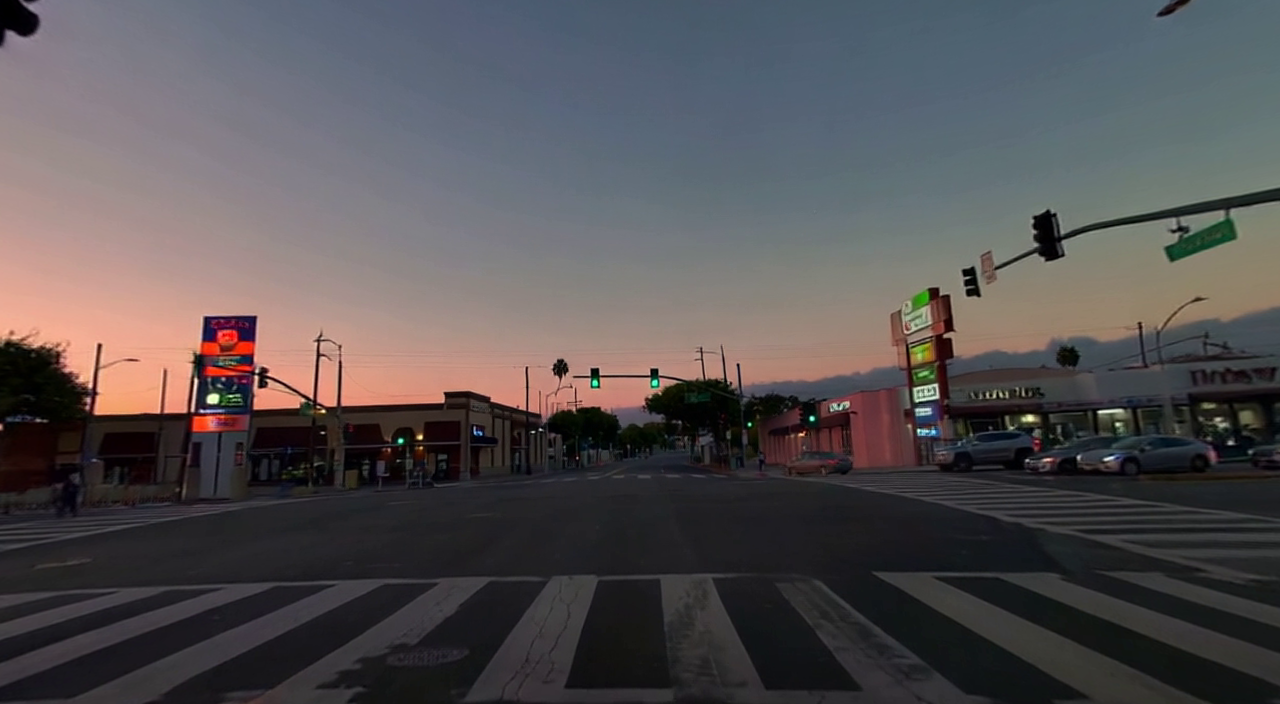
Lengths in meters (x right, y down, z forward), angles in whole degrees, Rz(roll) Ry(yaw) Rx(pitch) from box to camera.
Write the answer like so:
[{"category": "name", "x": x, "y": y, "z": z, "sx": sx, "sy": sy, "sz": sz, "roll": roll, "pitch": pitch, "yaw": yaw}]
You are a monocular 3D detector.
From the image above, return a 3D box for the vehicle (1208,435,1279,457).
[{"category": "vehicle", "x": 42.012, "y": 6.496, "z": 43.522, "sx": 4.347, "sy": 1.446, "sz": 1.777, "roll": 1, "pitch": -9, "yaw": -10}]

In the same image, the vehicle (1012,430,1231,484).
[{"category": "vehicle", "x": 14.379, "y": 3.178, "z": 19.265, "sx": 4.835, "sy": 1.487, "sz": 1.913, "roll": -3, "pitch": -9, "yaw": 20}]

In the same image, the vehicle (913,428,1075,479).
[{"category": "vehicle", "x": 12.968, "y": 3.787, "z": 23.577, "sx": 4.916, "sy": 1.730, "sz": 1.986, "roll": -4, "pitch": -9, "yaw": 22}]

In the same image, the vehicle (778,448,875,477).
[{"category": "vehicle", "x": 10.255, "y": 6.047, "z": 34.842, "sx": 4.728, "sy": 1.468, "sz": 2.083, "roll": -5, "pitch": -10, "yaw": 29}]

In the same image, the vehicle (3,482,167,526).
[{"category": "vehicle", "x": -21.176, "y": 5.796, "z": 24.216, "sx": 4.676, "sy": 1.463, "sz": 1.909, "roll": -1, "pitch": -9, "yaw": 6}]
